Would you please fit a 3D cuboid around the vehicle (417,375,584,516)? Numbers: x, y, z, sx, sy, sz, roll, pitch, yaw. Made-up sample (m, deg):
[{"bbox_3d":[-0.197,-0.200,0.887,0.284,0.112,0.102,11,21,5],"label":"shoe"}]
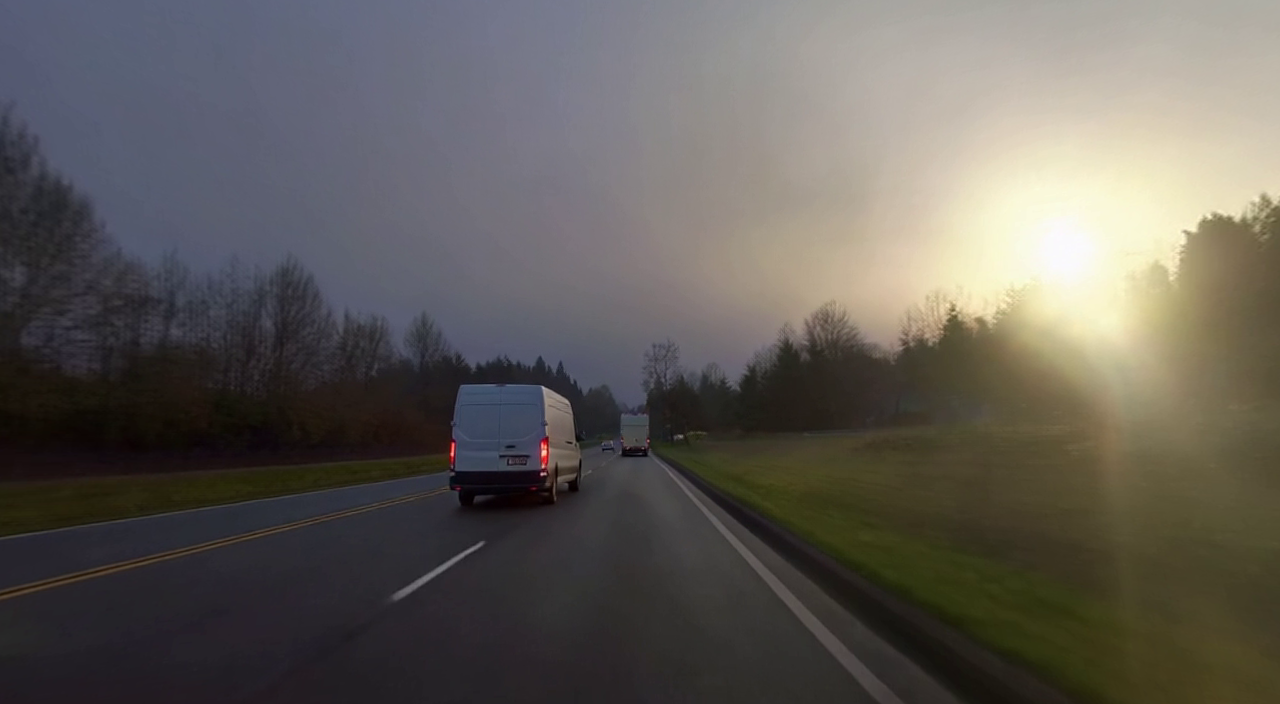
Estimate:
[{"bbox_3d":[-2.878,2.193,14.869,2.497,2.628,6.016,0,-8,0],"label":"vehicle"}]
